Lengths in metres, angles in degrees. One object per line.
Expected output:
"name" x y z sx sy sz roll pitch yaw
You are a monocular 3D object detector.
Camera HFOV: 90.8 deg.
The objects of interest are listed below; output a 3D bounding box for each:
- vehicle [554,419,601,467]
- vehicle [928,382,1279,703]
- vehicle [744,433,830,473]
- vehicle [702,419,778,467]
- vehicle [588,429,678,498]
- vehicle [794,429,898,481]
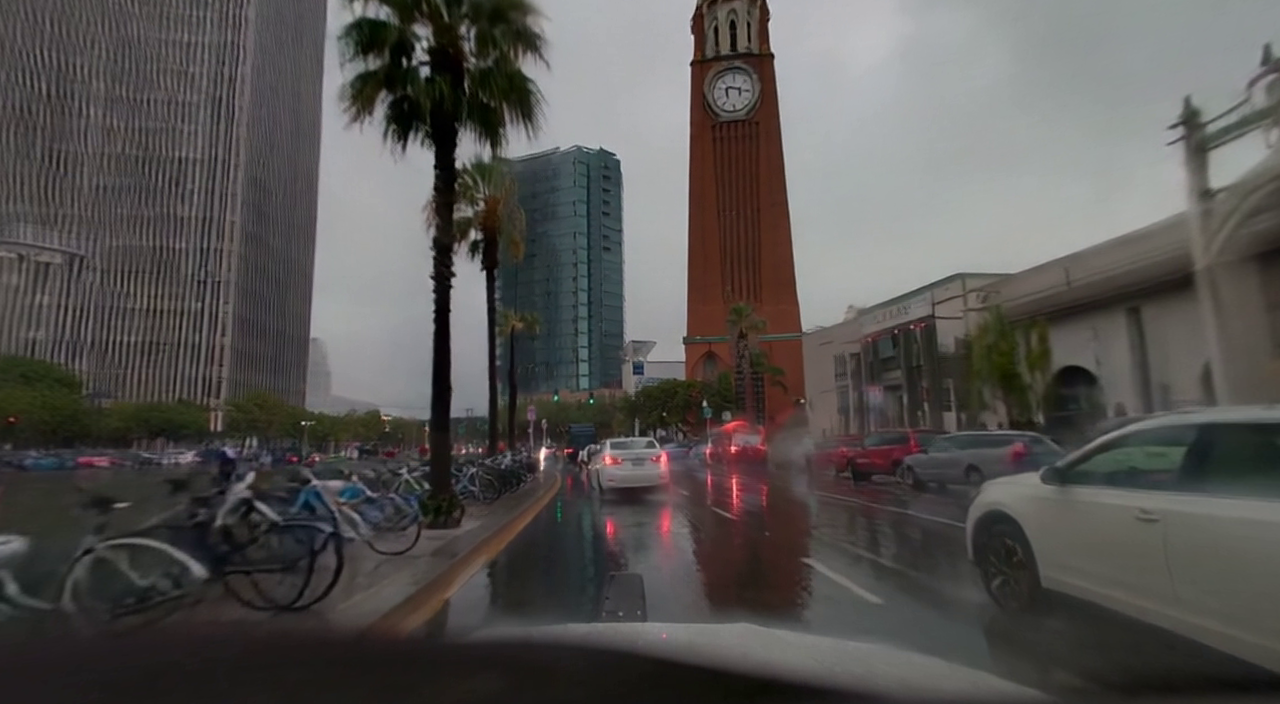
"vehicle" -4.177 5.932 41.078 2.400 2.872 6.053 1 -9 -12
"vehicle" 3.595 0.932 2.940 2.116 1.500 4.702 0 -8 -3
"vehicle" 6.477 4.522 28.478 1.945 1.623 5.013 1 -9 -9
"vehicle" 5.404 5.063 35.047 2.377 2.429 5.532 1 -9 -11
"vehicle" -0.323 2.957 17.092 2.111 1.605 3.832 0 -8 -6
"vehicle" 7.272 3.681 22.822 1.860 1.684 4.211 1 -9 -7
